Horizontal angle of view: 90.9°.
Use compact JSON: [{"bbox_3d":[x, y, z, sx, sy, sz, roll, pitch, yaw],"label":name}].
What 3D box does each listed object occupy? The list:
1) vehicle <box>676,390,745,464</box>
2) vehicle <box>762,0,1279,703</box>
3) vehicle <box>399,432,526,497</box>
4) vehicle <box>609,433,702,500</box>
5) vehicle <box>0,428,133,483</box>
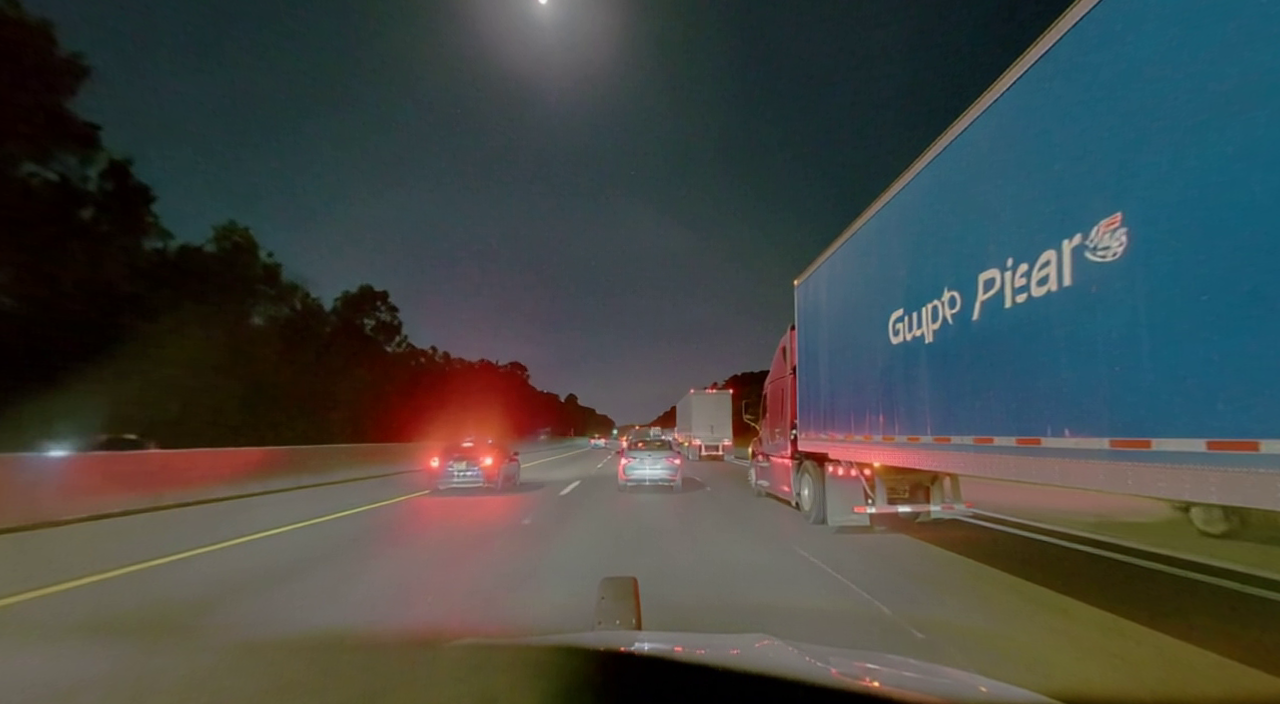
[{"bbox_3d":[4.275,5.007,41.489,2.869,4.067,13.731,0,-8,0],"label":"vehicle"},{"bbox_3d":[4.255,0.225,6.840,2.816,4.070,14.136,0,-8,-1],"label":"vehicle"},{"bbox_3d":[-4.462,2.868,16.626,2.048,1.452,4.430,0,-8,0],"label":"vehicle"},{"bbox_3d":[0.327,2.711,15.452,2.021,1.435,3.611,0,-8,0],"label":"vehicle"},{"bbox_3d":[-18.400,3.134,19.411,1.817,1.495,4.331,0,-8,2],"label":"vehicle"}]
